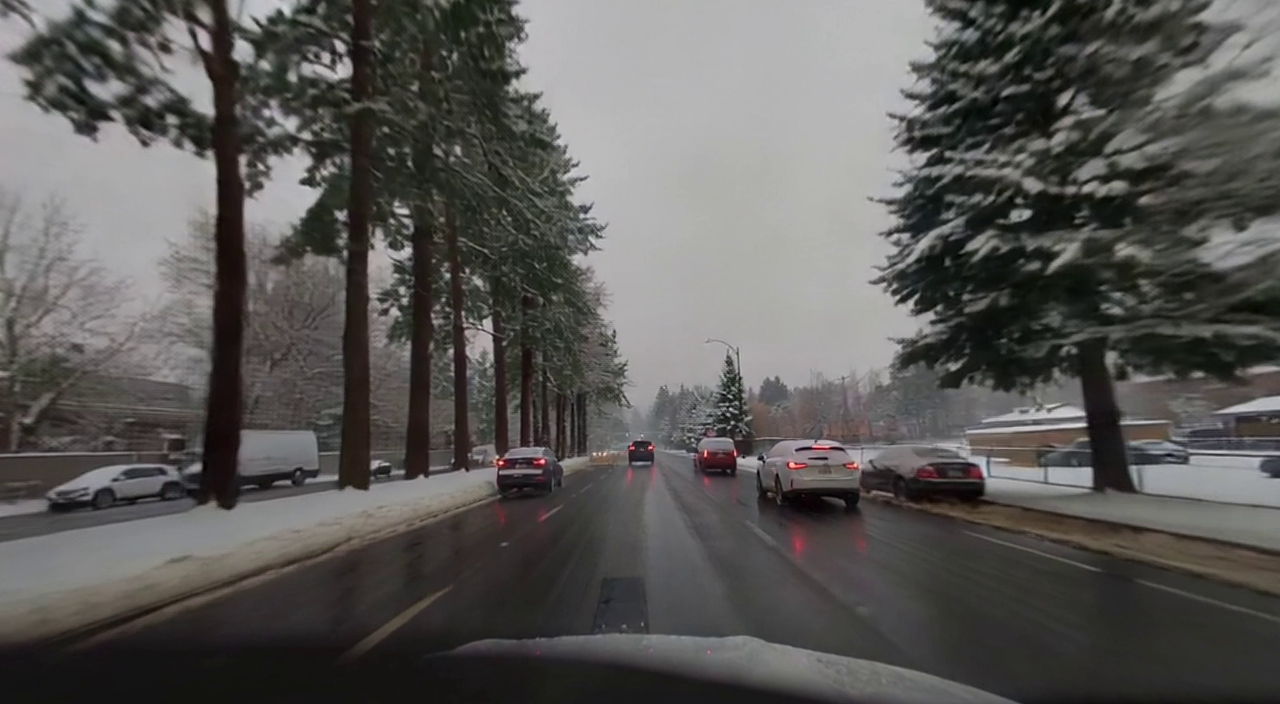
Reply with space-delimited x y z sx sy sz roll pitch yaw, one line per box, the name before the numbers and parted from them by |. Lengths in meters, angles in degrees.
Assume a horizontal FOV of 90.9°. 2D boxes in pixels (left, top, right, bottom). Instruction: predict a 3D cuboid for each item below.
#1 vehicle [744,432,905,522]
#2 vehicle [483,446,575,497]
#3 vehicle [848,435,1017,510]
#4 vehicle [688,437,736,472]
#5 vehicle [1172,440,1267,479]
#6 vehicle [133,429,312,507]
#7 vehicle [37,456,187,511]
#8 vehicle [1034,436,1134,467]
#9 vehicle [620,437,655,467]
vehicle | 3.443 2.404 12.700 1.919 1.502 4.232 0 -8 0
vehicle | -3.172 3.500 18.869 2.013 1.354 3.908 0 -8 1
vehicle | 6.753 2.805 15.221 1.909 1.512 4.480 0 -8 0
vehicle | 3.762 5.437 33.607 1.980 1.709 4.367 0 -8 -1
vehicle | 23.355 4.280 25.376 3.658 1.443 1.869 6 -10 -34
vehicle | -22.998 6.306 35.915 2.833 3.735 11.042 0 -7 -1
vehicle | -22.600 5.605 27.352 2.257 1.909 5.115 -2 -8 -3
vehicle | 25.594 5.733 36.426 2.122 1.647 4.283 8 -11 -42
vehicle | -0.175 6.744 42.665 2.247 1.882 4.603 0 -8 0
